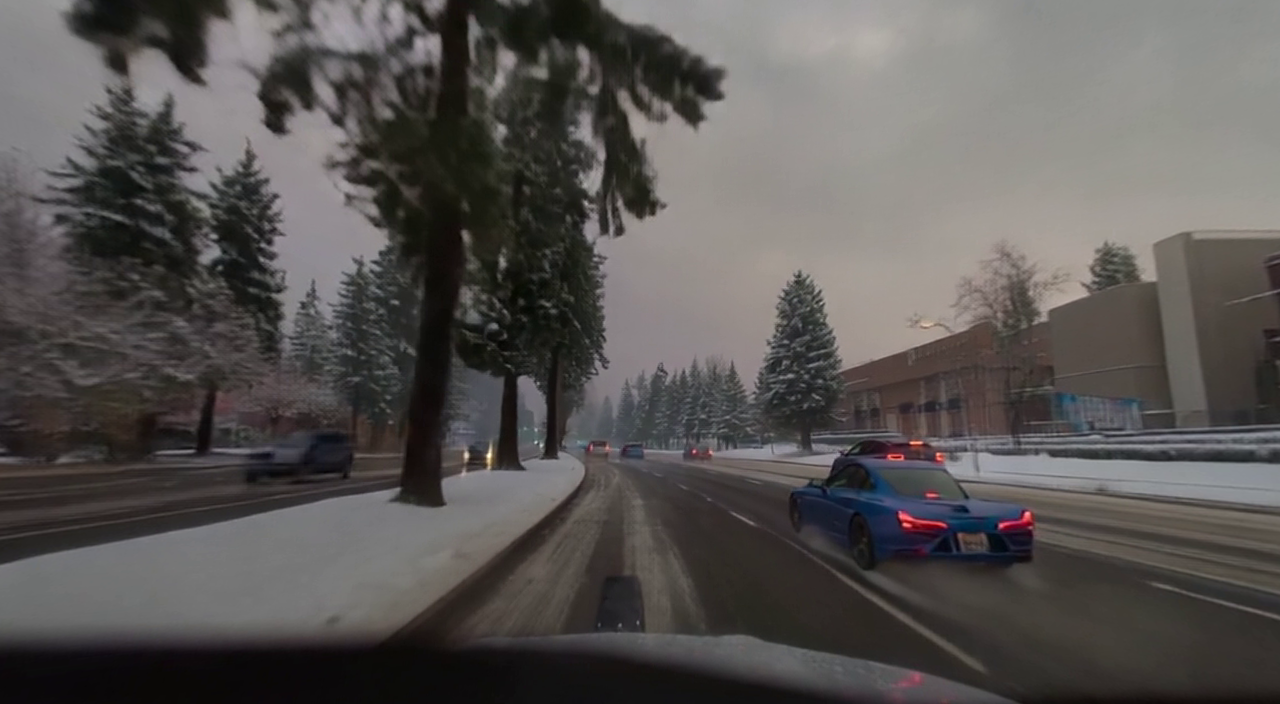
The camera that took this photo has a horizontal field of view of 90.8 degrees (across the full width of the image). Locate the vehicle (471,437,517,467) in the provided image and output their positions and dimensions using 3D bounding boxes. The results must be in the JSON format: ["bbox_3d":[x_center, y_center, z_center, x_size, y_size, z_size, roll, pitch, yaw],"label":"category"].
[{"bbox_3d":[-8.845,6.100,38.642,2.065,1.712,4.349,1,-9,-5],"label":"vehicle"}]

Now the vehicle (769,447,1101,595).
[{"bbox_3d":[3.207,1.917,8.115,1.990,1.347,4.388,1,-9,-2],"label":"vehicle"}]

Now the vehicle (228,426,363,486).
[{"bbox_3d":[-11.035,3.378,20.715,2.048,1.738,4.520,1,-9,-3],"label":"vehicle"}]

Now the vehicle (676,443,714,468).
[{"bbox_3d":[3.903,7.367,45.265,1.931,1.685,4.054,1,-9,-7],"label":"vehicle"}]
